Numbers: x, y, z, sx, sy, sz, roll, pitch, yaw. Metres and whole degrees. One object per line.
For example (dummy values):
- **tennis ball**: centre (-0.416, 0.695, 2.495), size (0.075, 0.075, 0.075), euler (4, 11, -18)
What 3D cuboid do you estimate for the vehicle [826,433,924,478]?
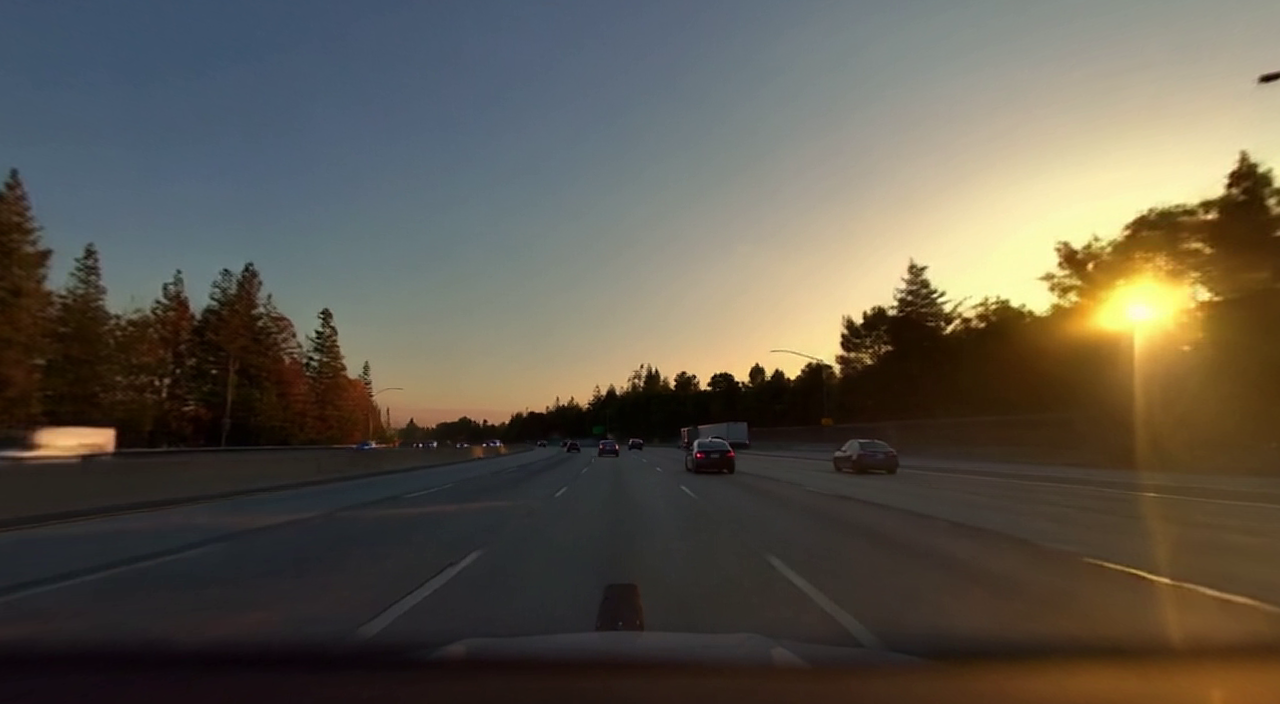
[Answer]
- **vehicle**: centre (9.260, 4.140, 25.343), size (1.909, 1.634, 4.739), euler (0, -9, -3)

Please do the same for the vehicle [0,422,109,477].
- **vehicle**: centre (-28.156, 4.466, 28.771), size (2.410, 2.277, 6.230), euler (0, -9, -1)

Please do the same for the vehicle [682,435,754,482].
- **vehicle**: centre (2.749, 3.891, 23.169), size (1.975, 1.562, 3.823), euler (0, -9, -3)
